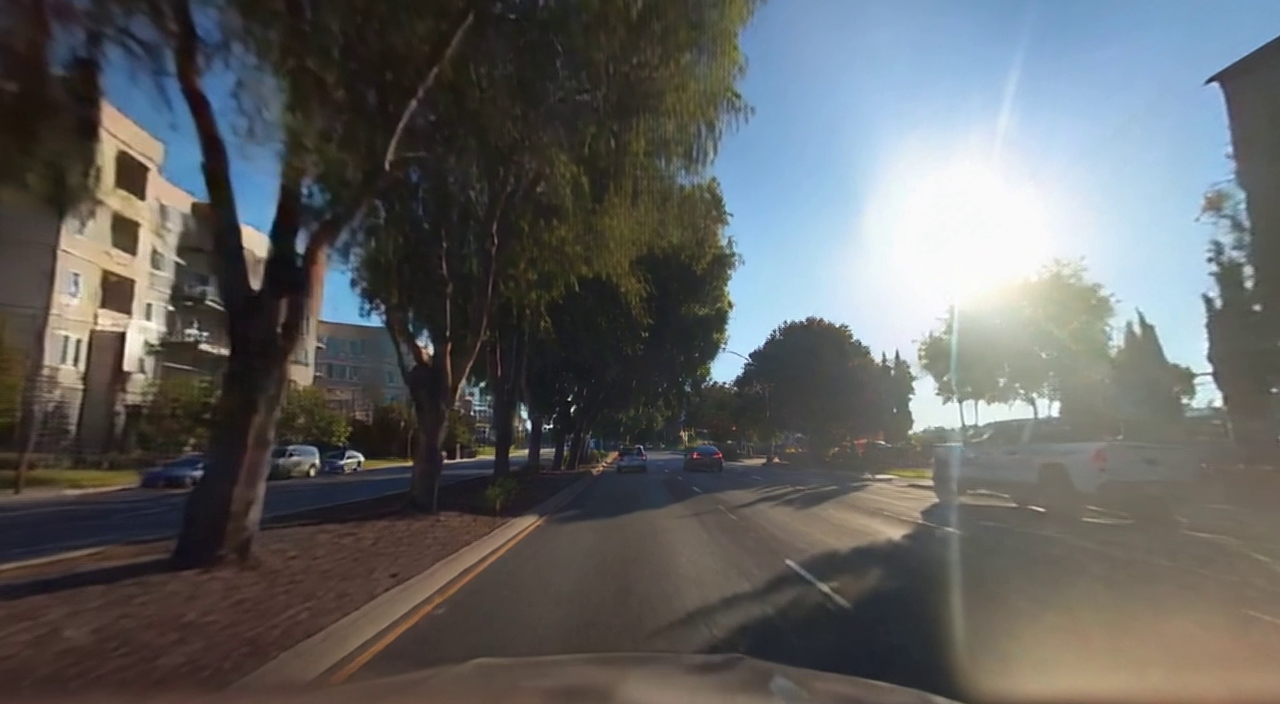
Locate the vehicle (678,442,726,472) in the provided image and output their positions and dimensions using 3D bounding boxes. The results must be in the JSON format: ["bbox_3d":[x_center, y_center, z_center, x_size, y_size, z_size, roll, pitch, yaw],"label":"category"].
[{"bbox_3d":[3.238,5.614,33.910,1.993,1.477,4.240,0,-8,-3],"label":"vehicle"}]

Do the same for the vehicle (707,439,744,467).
[{"bbox_3d":[6.437,7.686,48.297,2.052,1.990,4.736,0,-8,-2],"label":"vehicle"}]

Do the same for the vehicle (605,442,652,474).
[{"bbox_3d":[-0.572,5.061,30.439,2.101,1.444,4.248,0,-8,-1],"label":"vehicle"}]

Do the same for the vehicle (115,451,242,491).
[{"bbox_3d":[-19.425,4.981,26.915,1.874,1.483,4.742,0,-8,0],"label":"vehicle"}]

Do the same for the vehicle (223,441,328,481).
[{"bbox_3d":[-19.336,5.775,33.890,2.241,1.891,5.637,0,-8,0],"label":"vehicle"}]

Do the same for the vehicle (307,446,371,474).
[{"bbox_3d":[-19.528,7.027,41.221,2.019,1.687,4.484,0,-8,-2],"label":"vehicle"}]

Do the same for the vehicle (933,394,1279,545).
[{"bbox_3d":[10.261,2.609,14.930,3.082,2.655,7.381,0,-8,0],"label":"vehicle"}]
